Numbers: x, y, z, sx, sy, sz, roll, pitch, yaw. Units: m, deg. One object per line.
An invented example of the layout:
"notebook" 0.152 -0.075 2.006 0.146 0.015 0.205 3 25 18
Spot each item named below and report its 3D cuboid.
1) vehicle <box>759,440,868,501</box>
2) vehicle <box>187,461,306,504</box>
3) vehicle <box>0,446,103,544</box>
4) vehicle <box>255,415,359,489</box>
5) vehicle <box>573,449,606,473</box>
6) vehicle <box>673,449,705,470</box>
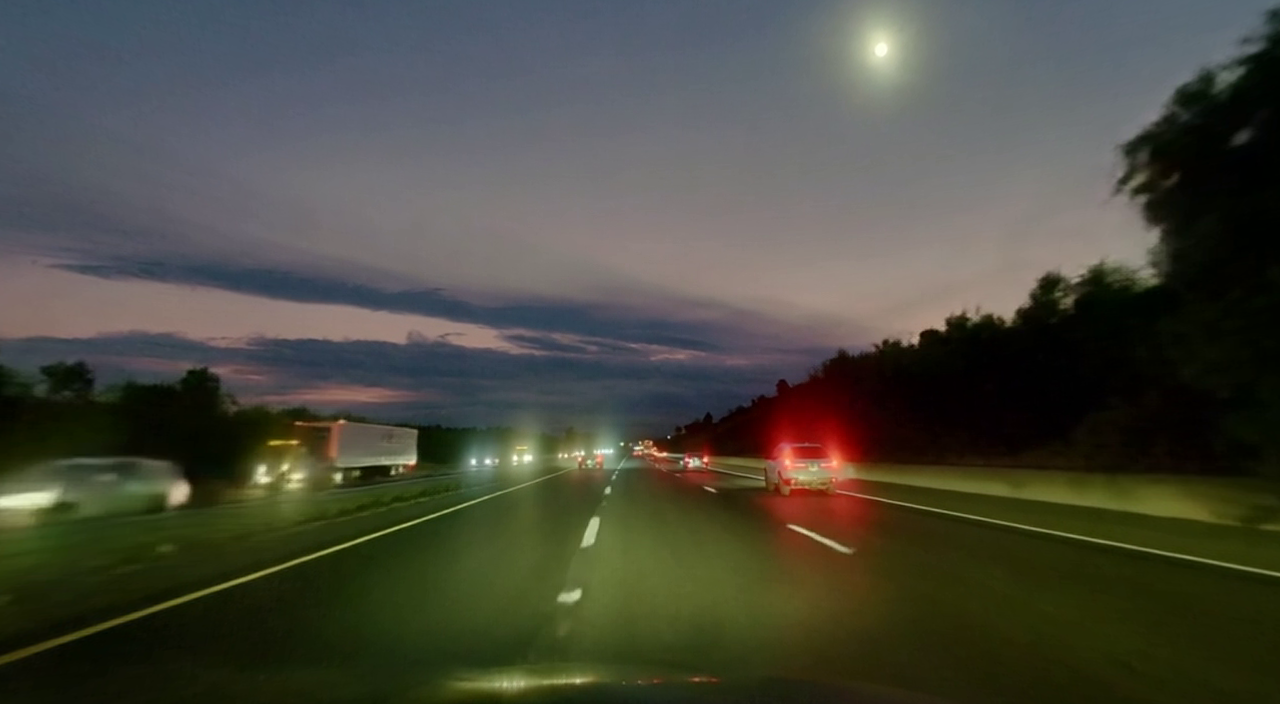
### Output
"vehicle" 4.907 3.392 18.432 1.903 1.566 3.866 0 -9 -3
"vehicle" -15.340 5.080 24.947 1.939 1.447 4.463 0 -9 -2
"vehicle" -11.255 2.244 9.766 1.957 1.567 4.514 0 -9 -1
"vehicle" -19.704 5.955 37.821 2.977 4.017 5.889 0 -9 -2
"vehicle" -3.359 7.317 42.718 2.021 1.507 4.272 0 -9 -1
"vehicle" 3.540 7.894 46.459 1.846 1.480 3.694 0 -9 -3
